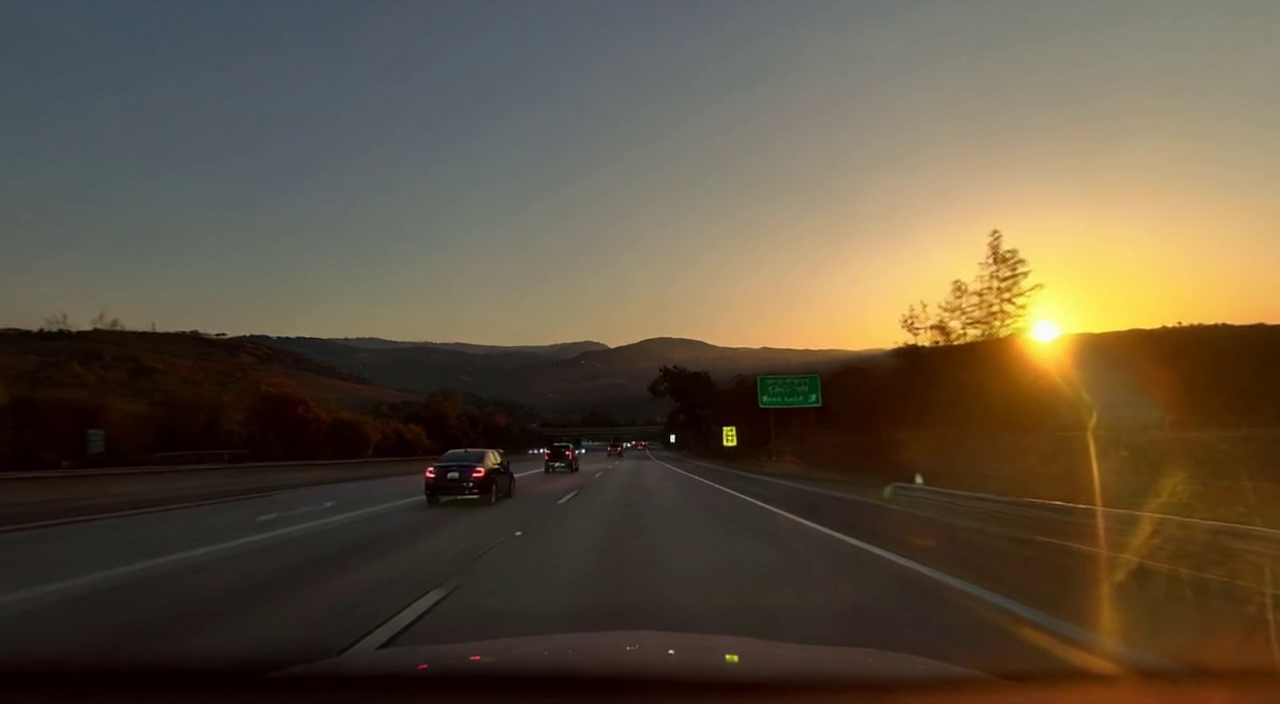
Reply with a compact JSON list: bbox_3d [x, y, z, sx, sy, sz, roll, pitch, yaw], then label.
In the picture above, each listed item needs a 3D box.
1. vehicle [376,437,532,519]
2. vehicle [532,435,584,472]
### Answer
[{"bbox_3d":[-3.902,2.724,14.194,2.044,1.527,4.607,0,-9,1],"label":"vehicle"},{"bbox_3d":[-4.339,5.490,34.046,2.177,1.852,4.427,0,-9,1],"label":"vehicle"}]
